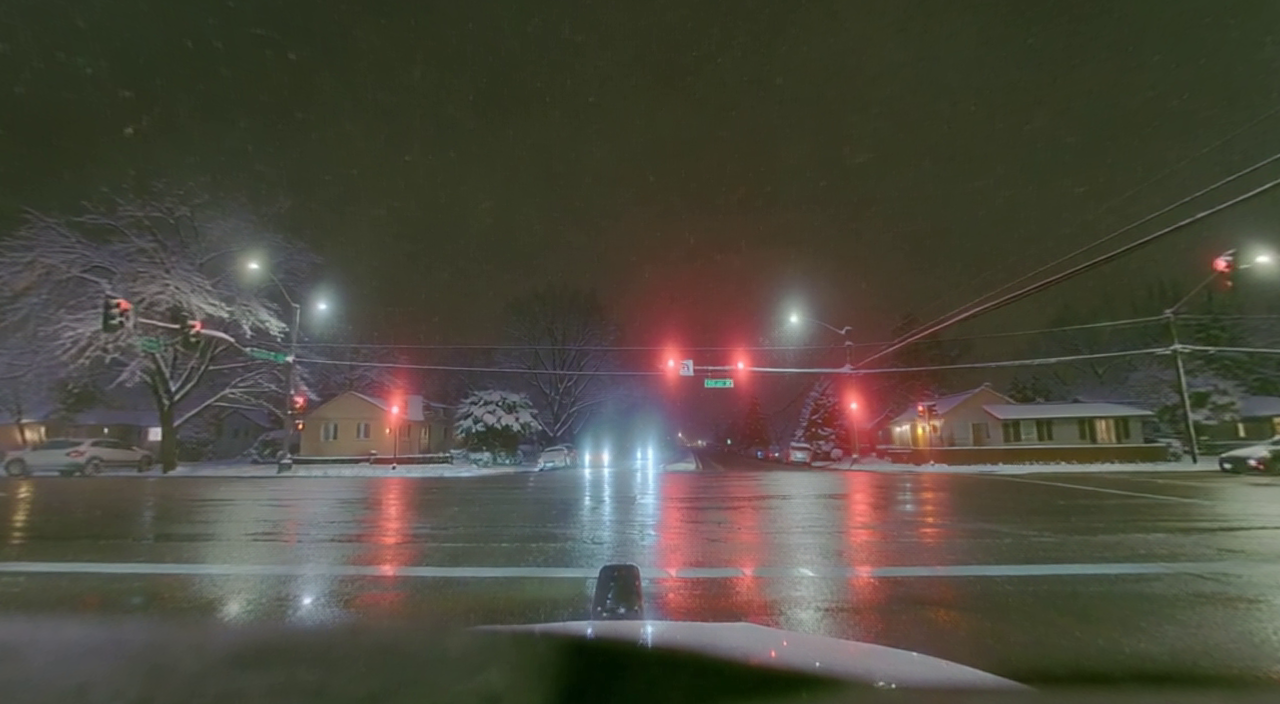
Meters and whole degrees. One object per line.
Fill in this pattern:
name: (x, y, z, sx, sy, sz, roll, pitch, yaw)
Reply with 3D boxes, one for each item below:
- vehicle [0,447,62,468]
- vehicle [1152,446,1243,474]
vehicle: (-44.302, 7.549, 45.307, 3.949, 1.422, 1.744, 0, -9, 1)
vehicle: (36.767, 7.138, 41.839, 1.853, 1.723, 4.460, 0, -9, 0)
